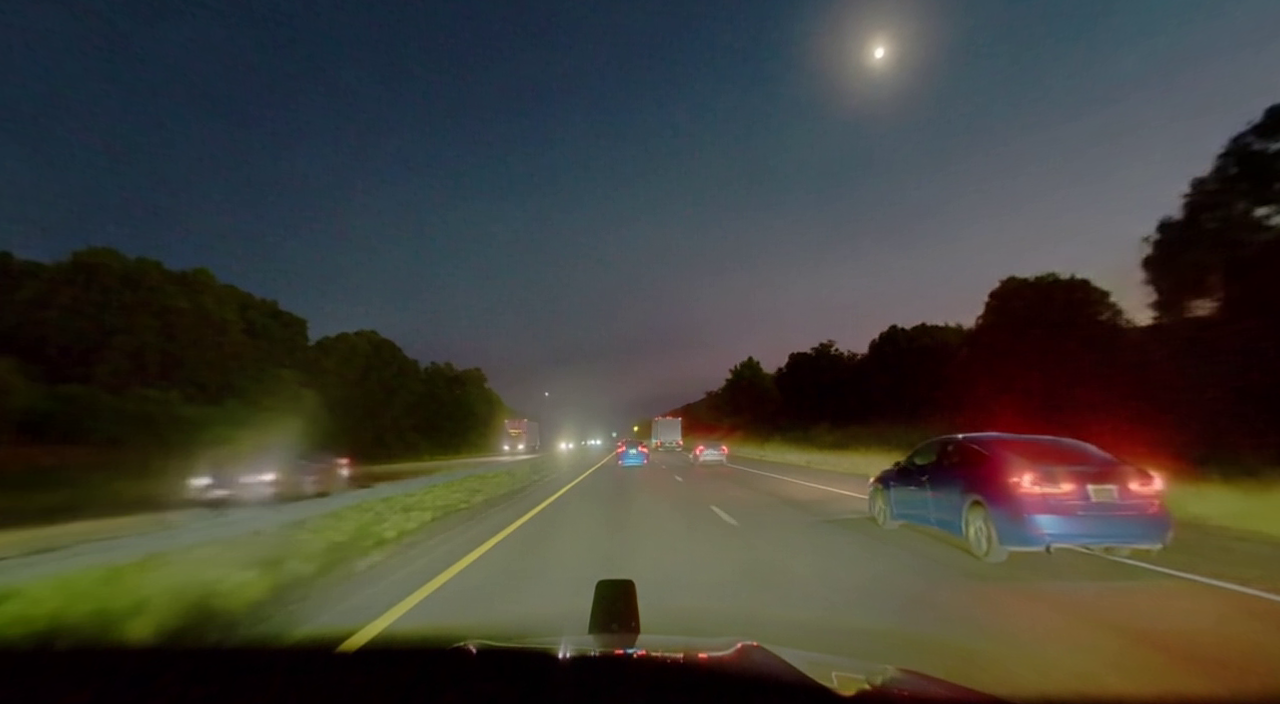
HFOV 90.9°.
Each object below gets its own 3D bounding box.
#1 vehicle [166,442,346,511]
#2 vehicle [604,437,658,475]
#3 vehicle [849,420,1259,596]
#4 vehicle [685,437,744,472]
[{"bbox_3d":[-9.570,3.089,16.200,2.154,1.488,4.002,0,-8,-1],"label":"vehicle"},{"bbox_3d":[-0.394,4.400,26.943,2.143,1.466,3.693,0,-8,-2],"label":"vehicle"},{"bbox_3d":[4.391,1.659,7.750,2.066,1.526,4.216,0,-8,-2],"label":"vehicle"},{"bbox_3d":[3.353,4.717,29.325,2.004,1.469,4.472,0,-8,-2],"label":"vehicle"}]
